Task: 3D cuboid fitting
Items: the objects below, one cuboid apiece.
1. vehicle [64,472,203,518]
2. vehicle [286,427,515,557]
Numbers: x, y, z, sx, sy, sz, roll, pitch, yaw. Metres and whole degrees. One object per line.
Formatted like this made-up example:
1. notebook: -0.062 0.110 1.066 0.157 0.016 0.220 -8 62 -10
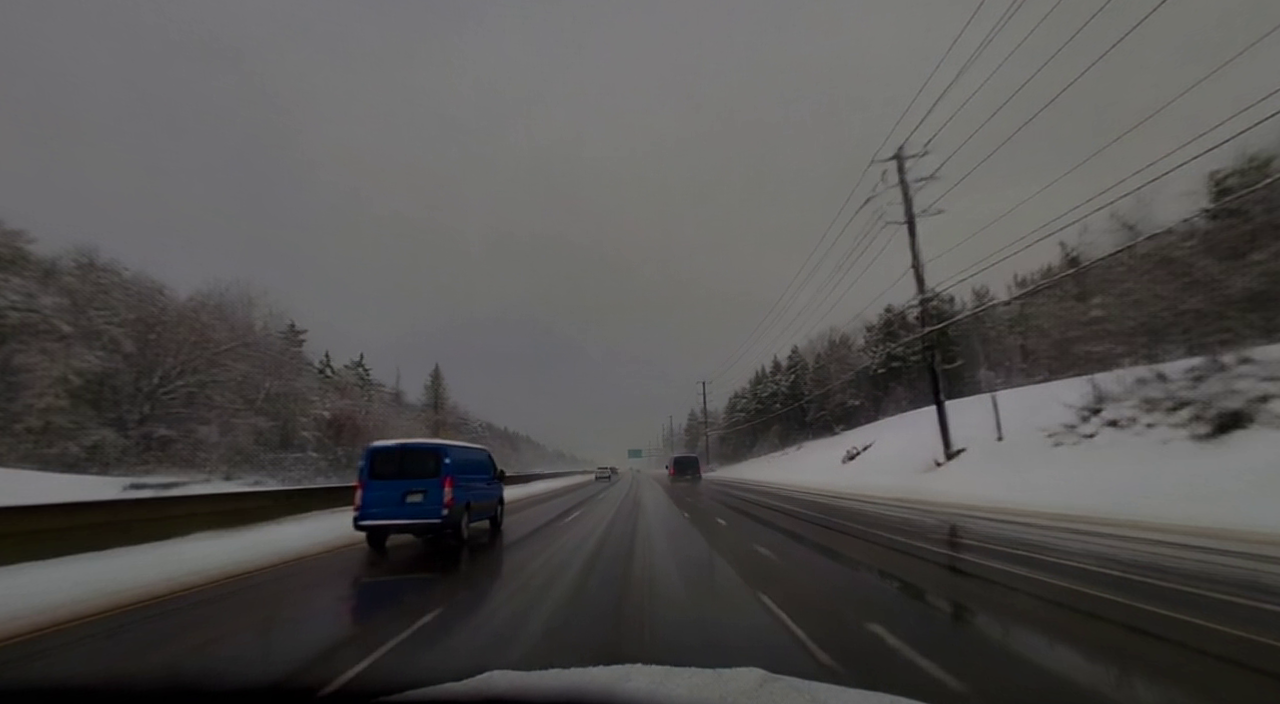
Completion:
1. vehicle: -20.879 5.901 26.307 1.922 1.665 4.588 1 -11 0
2. vehicle: -3.788 2.381 11.153 2.153 1.756 4.730 1 -11 0
